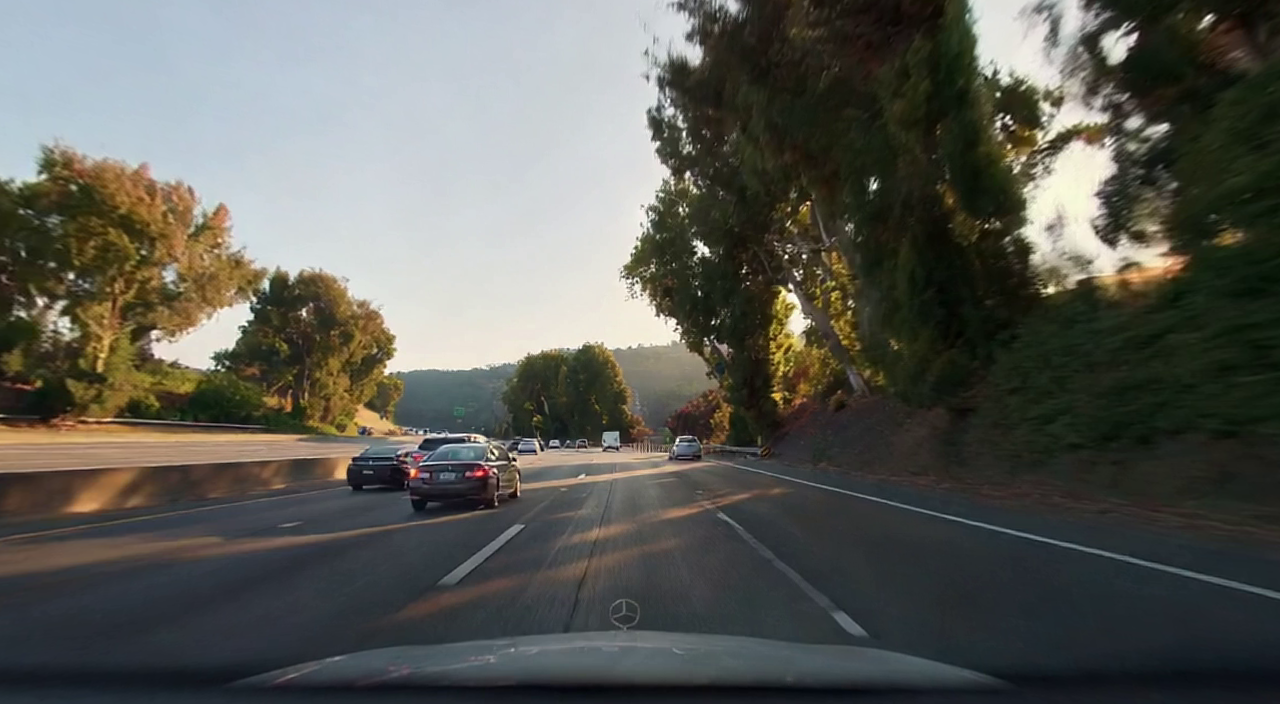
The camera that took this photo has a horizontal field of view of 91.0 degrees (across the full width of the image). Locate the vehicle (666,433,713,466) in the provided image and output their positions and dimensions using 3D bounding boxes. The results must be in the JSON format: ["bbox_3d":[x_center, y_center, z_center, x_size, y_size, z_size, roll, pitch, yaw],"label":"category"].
[{"bbox_3d":[2.671,5.400,34.899,2.053,1.698,4.097,0,-9,-3],"label":"vehicle"}]

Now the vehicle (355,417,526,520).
[{"bbox_3d":[-3.662,2.234,12.505,2.002,1.680,4.301,0,-9,-1],"label":"vehicle"}]
